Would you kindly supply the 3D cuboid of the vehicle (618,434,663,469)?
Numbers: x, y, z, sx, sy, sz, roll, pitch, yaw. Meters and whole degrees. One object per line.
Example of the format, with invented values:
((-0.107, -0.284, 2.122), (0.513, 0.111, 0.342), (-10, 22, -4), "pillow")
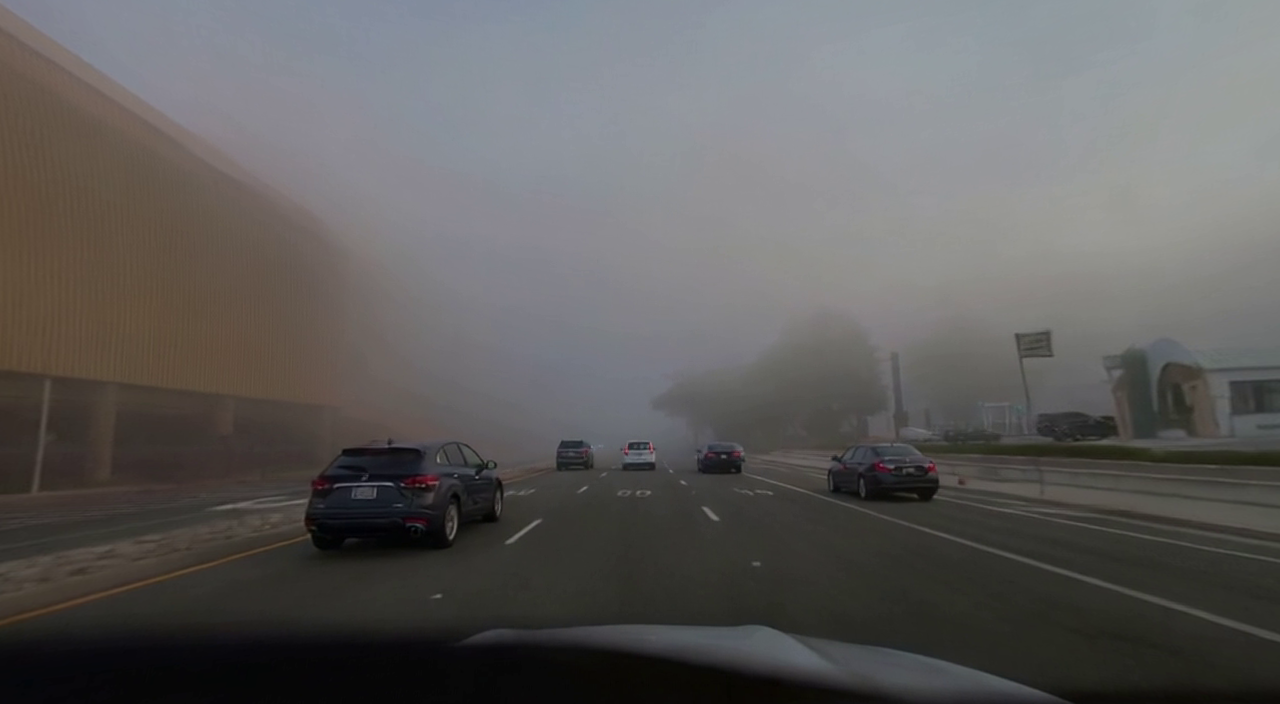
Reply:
((0.031, 5.550, 35.197), (2.304, 1.795, 4.526), (0, -8, 0), "vehicle")

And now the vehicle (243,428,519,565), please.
((-3.278, 1.919, 9.175), (2.095, 1.486, 4.411), (0, -8, 1), "vehicle")

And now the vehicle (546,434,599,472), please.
((-3.344, 5.143, 32.227), (2.117, 1.799, 4.442), (0, -8, 1), "vehicle")

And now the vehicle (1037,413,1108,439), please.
((26.527, 4.576, 38.619), (4.617, 1.459, 1.819), (5, -10, -32), "vehicle")

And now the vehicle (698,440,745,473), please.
((3.839, 5.022, 30.455), (1.884, 1.458, 4.245), (-1, -8, 2), "vehicle")

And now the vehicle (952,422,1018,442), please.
((26.216, 6.105, 47.890), (4.674, 1.489, 2.008), (4, -9, -26), "vehicle")

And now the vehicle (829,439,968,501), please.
((6.899, 3.179, 17.435), (1.865, 1.458, 4.605), (0, -8, 0), "vehicle")
